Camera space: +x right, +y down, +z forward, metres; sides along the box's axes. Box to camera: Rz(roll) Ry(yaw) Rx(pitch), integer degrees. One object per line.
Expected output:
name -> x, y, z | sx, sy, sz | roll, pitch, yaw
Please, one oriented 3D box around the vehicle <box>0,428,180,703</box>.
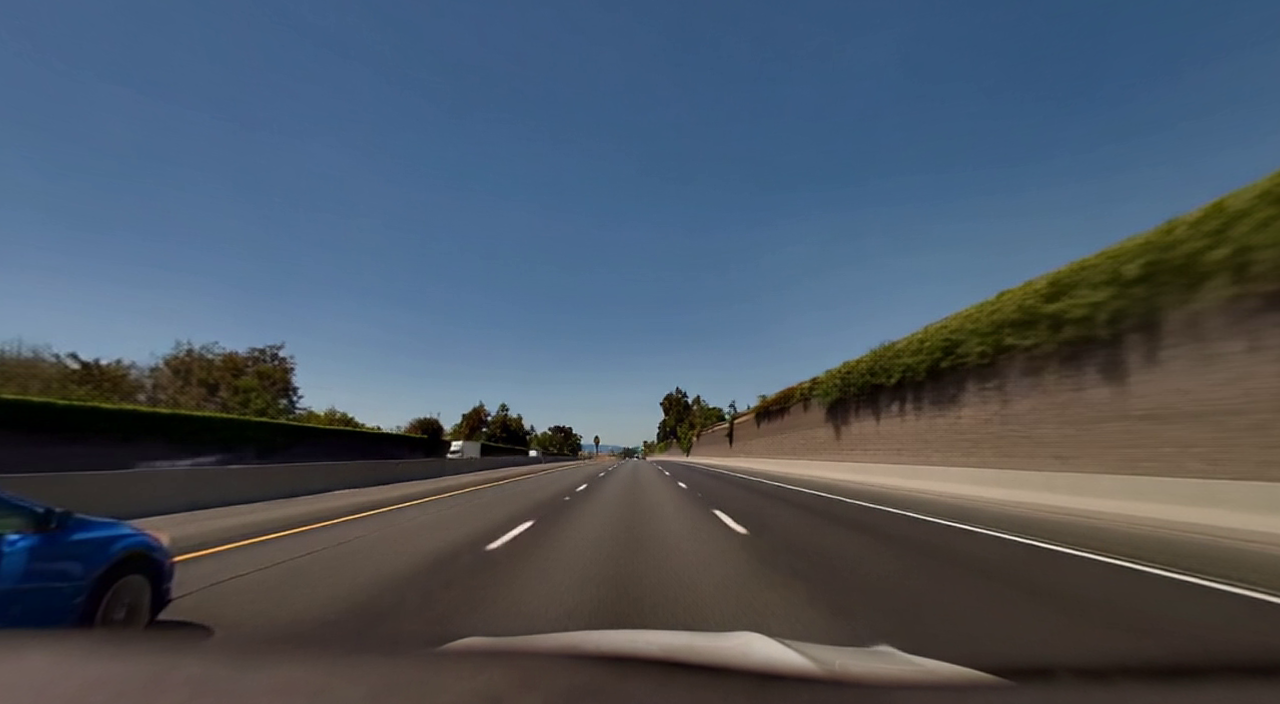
vehicle -> -3.902, 0.965, 2.020 | 1.935, 1.479, 3.787 | 0, -9, 1
